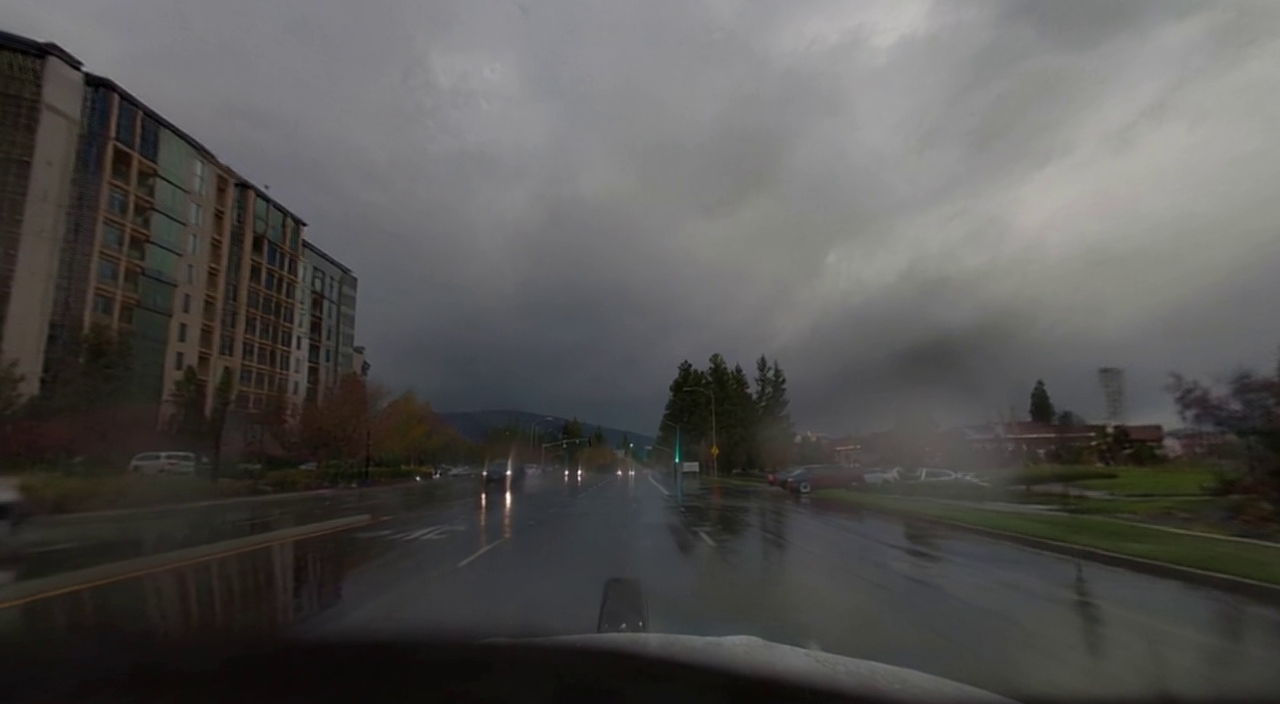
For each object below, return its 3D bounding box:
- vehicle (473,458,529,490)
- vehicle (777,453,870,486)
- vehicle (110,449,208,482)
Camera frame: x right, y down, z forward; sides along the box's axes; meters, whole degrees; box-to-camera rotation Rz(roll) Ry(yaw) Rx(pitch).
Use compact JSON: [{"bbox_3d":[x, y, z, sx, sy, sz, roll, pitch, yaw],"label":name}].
[{"bbox_3d":[-7.898,6.949,36.156,2.220,1.681,4.633,0,-10,-1],"label":"vehicle"},{"bbox_3d":[10.832,6.955,37.329,4.903,1.831,2.098,0,-8,2],"label":"vehicle"},{"bbox_3d":[-27.796,6.581,36.374,3.770,1.737,2.102,0,-15,-2],"label":"vehicle"}]
